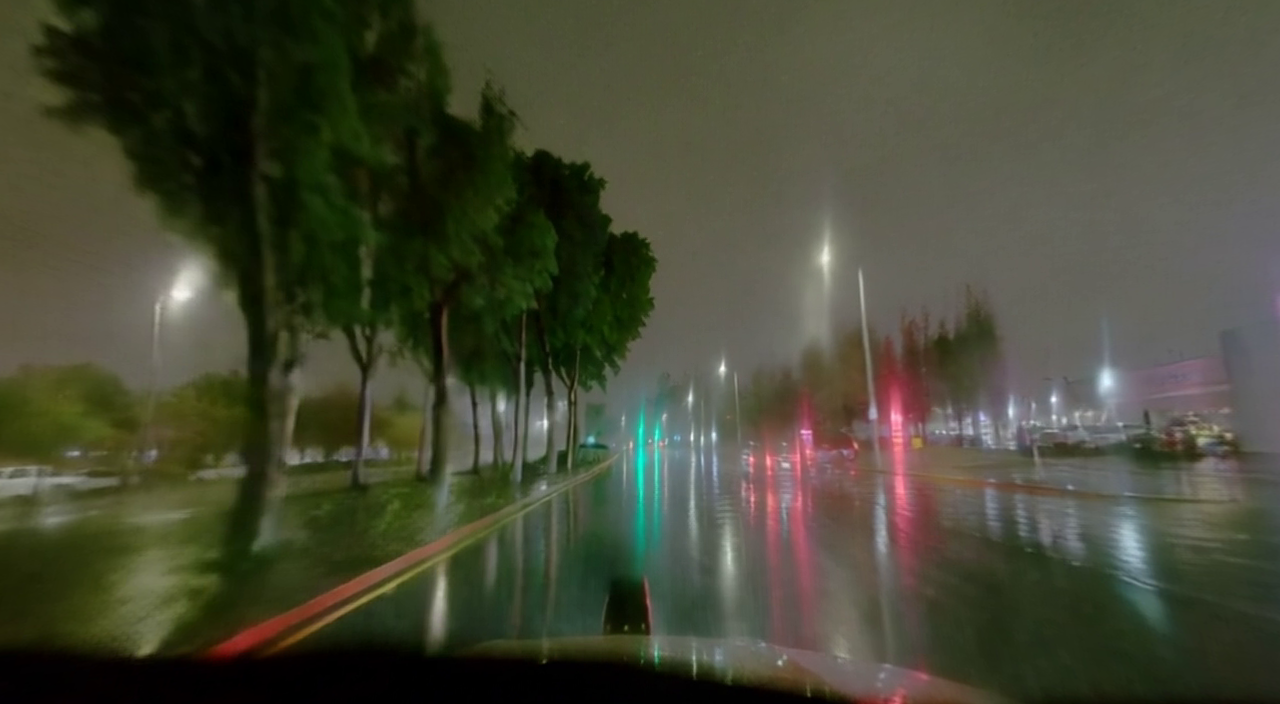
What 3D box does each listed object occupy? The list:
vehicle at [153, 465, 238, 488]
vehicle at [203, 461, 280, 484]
[{"bbox_3d":[-31.990,8.938,45.524,4.540,1.469,1.933,3,-9,-19],"label":"vehicle"},{"bbox_3d":[-30.774,9.321,48.898,4.735,1.468,2.047,3,-9,-24],"label":"vehicle"}]
